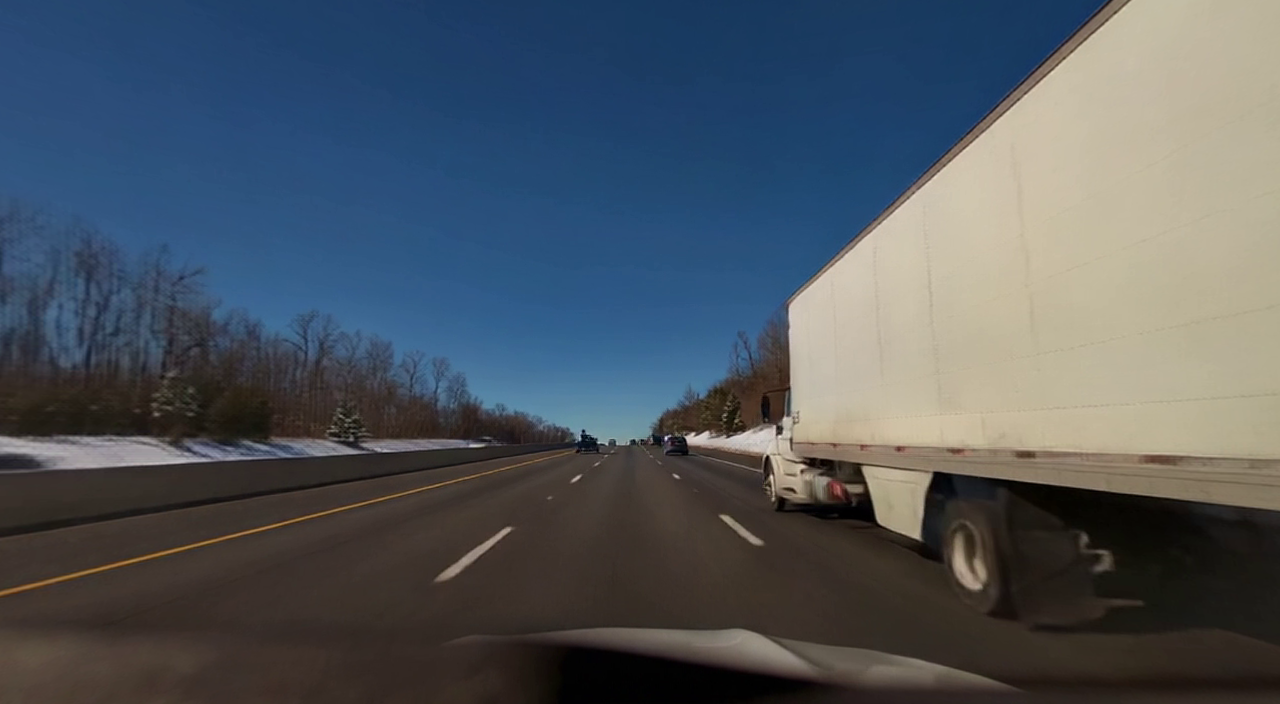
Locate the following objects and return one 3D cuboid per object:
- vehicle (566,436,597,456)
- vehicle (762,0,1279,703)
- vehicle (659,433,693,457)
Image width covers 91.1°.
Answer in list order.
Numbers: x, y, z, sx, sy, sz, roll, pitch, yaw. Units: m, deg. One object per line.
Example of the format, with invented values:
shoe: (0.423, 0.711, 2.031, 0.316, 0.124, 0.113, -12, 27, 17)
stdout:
vehicle: (-4.423, 7.196, 48.208, 2.017, 1.484, 4.088, 0, -8, 0)
vehicle: (4.096, 0.335, 7.669, 3.004, 3.881, 9.742, 0, -8, -1)
vehicle: (2.609, 6.796, 46.235, 2.124, 1.696, 4.173, 0, -8, -2)
